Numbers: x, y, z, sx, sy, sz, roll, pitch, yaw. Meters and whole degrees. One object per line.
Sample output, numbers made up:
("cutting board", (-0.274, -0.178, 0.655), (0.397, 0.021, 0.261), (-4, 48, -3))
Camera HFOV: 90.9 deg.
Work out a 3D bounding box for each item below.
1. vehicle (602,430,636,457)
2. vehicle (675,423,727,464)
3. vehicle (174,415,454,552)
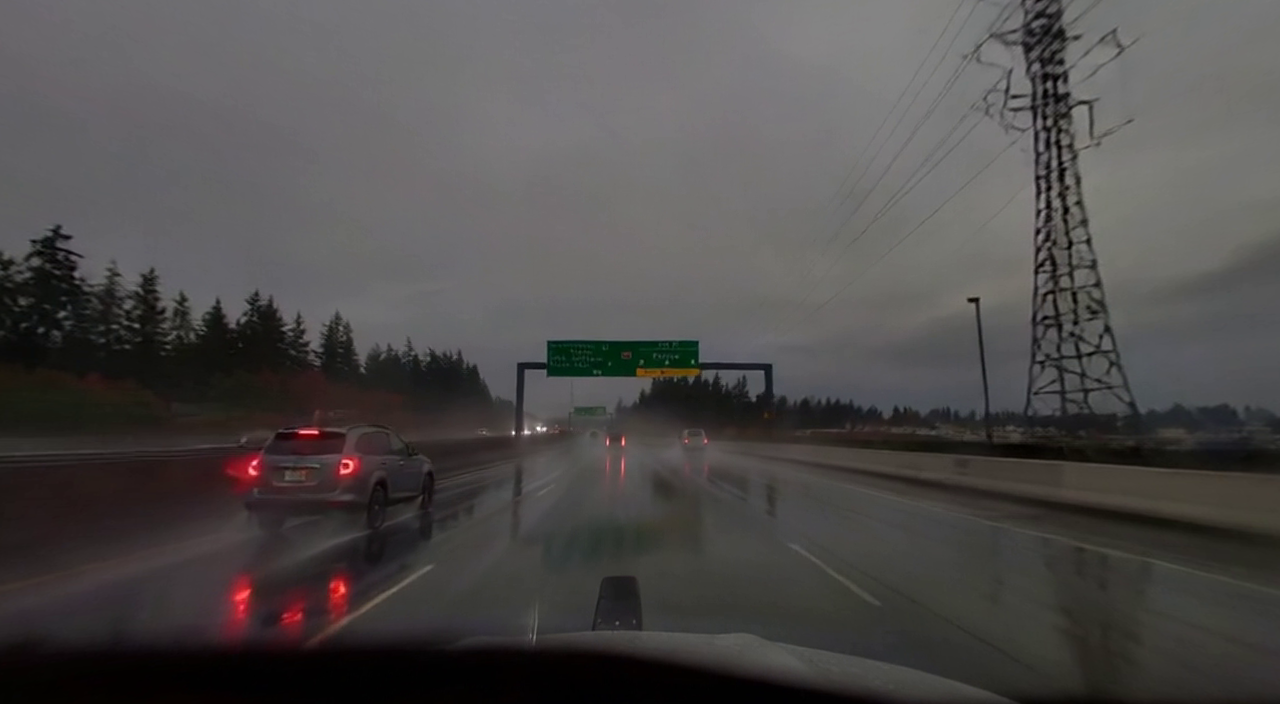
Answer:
("vehicle", (-1.392, 6.061, 41.886), (2.159, 1.690, 3.720), (0, -7, -3))
("vehicle", (2.940, 4.485, 30.988), (1.976, 1.905, 3.263), (0, -7, -4))
("vehicle", (-4.441, 1.811, 9.502), (2.100, 1.590, 4.077), (0, -7, -1))
